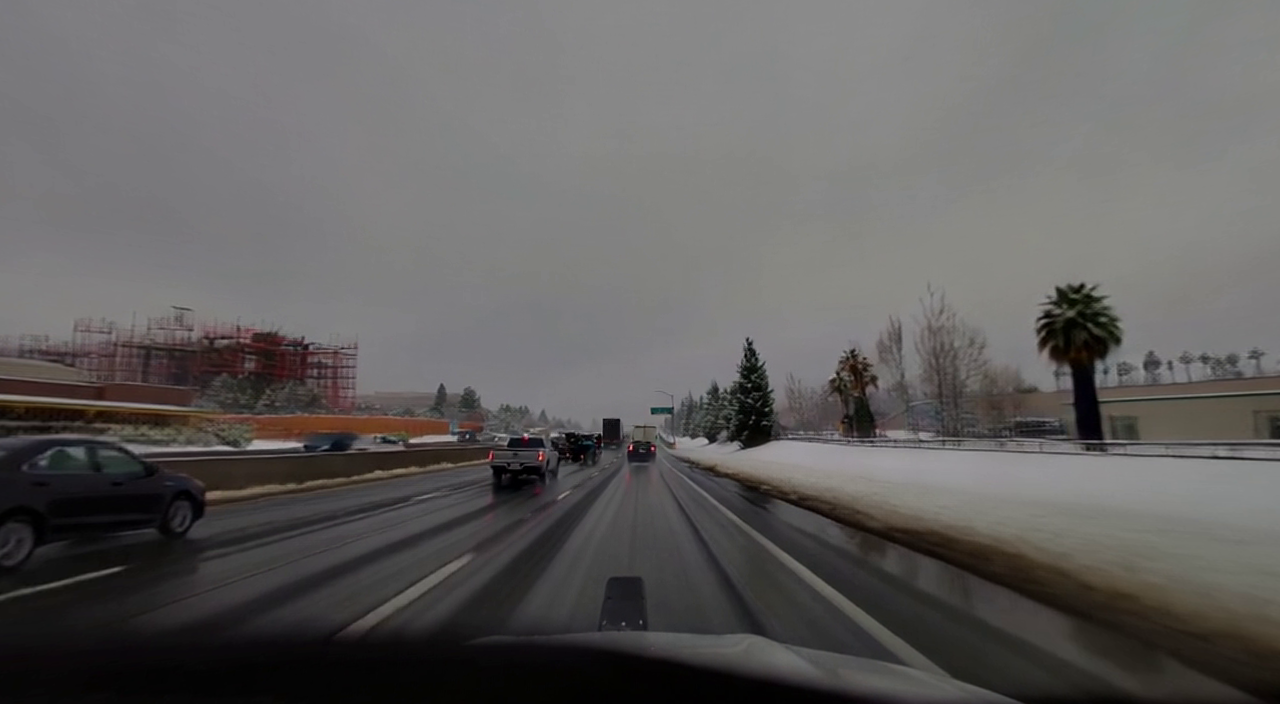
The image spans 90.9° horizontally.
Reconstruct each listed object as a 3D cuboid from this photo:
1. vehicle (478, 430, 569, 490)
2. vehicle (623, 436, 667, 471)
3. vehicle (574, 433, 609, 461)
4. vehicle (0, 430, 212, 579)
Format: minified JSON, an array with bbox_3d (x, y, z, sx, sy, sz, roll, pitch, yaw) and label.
[{"bbox_3d":[-3.706,3.542,21.030,2.108,1.740,4.549,0,-8,1],"label":"vehicle"},{"bbox_3d":[0.241,5.151,32.187,2.136,1.678,4.052,0,-8,0],"label":"vehicle"},{"bbox_3d":[-3.676,7.268,48.251,2.203,1.958,4.848,0,-8,1],"label":"vehicle"},{"bbox_3d":[-7.369,1.644,7.110,1.949,1.476,4.410,0,-8,0],"label":"vehicle"}]
